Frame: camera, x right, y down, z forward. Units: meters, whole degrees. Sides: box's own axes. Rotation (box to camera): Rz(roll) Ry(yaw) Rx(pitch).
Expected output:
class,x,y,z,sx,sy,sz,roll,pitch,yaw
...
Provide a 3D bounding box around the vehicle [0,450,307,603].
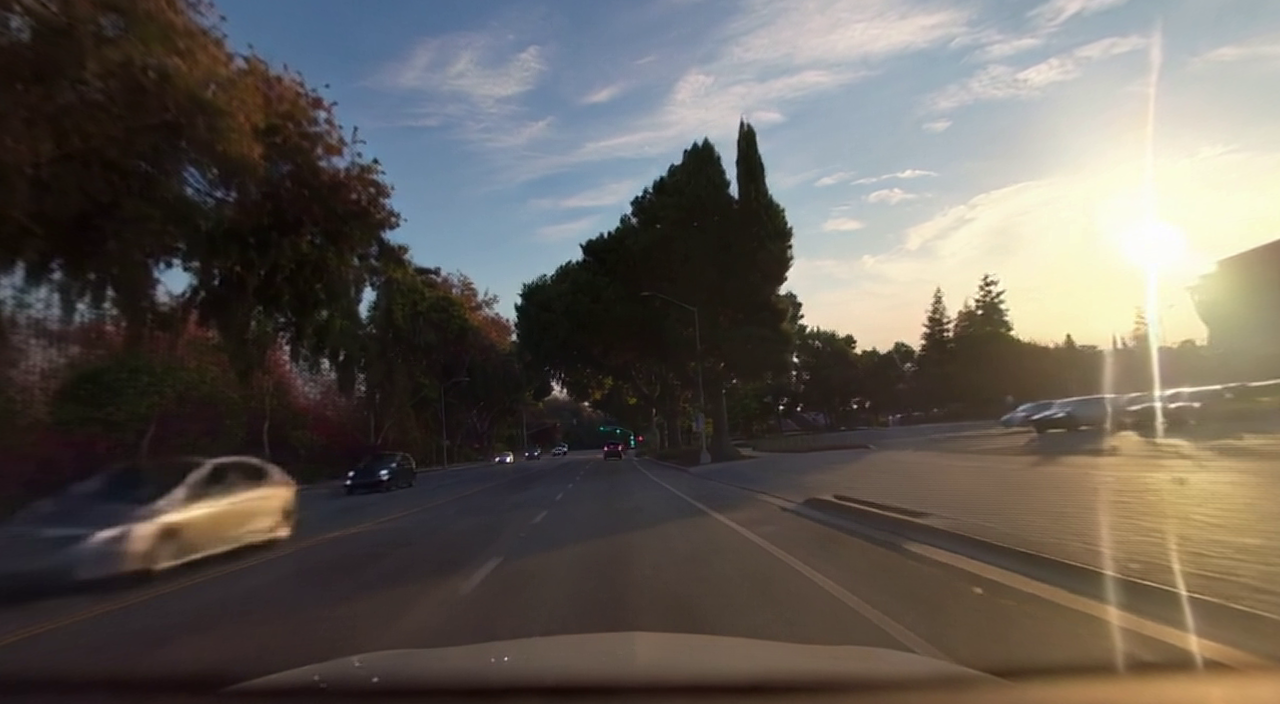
class,x,y,z,sx,sy,sz,roll,pitch,yaw
vehicle,-6.701,2.123,8.652,2.033,1.511,4.247,0,-8,-1

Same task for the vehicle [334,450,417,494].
class,x,y,z,sx,sy,sz,roll,pitch,yaw
vehicle,-11.551,5.237,27.959,2.000,1.728,4.510,0,-8,-4
